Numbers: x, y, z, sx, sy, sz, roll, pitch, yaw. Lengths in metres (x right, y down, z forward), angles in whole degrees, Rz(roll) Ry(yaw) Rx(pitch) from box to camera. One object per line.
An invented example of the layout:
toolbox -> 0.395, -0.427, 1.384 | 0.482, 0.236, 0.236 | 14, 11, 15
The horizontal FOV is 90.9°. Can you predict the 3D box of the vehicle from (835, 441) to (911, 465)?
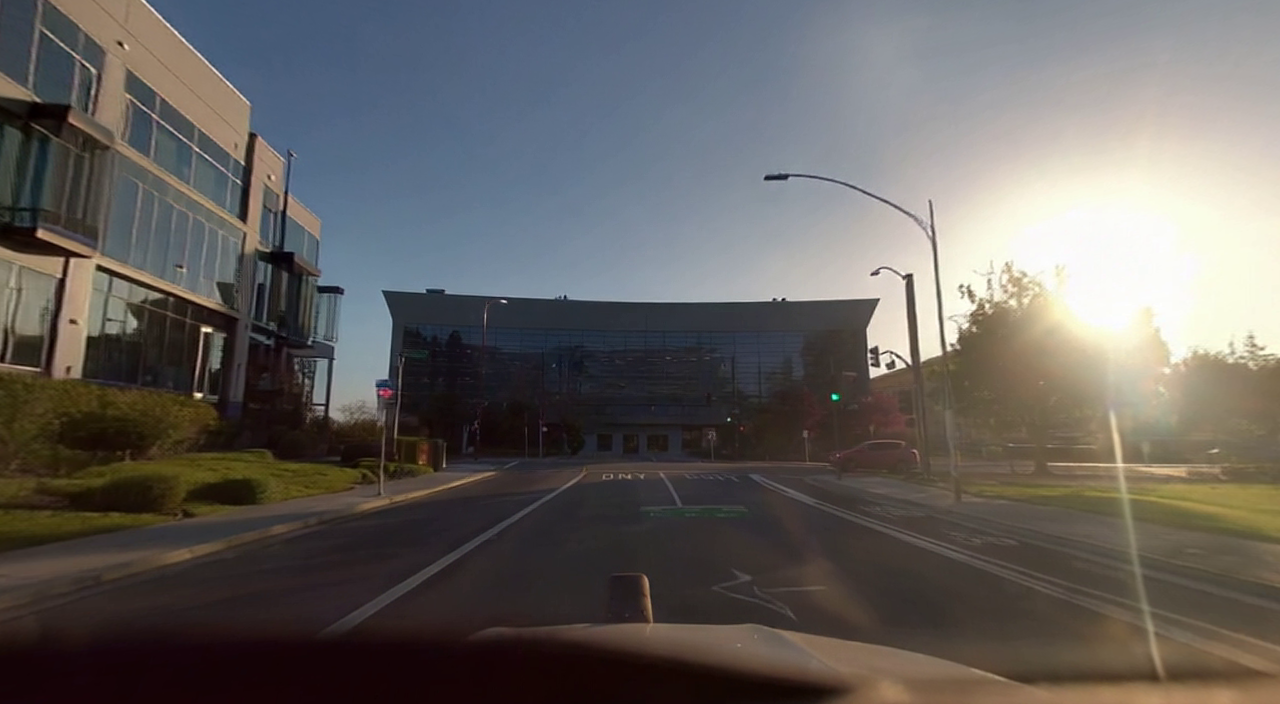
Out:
vehicle -> 16.942, 7.345, 45.954 | 4.715, 1.671, 2.030 | 0, -8, 0
